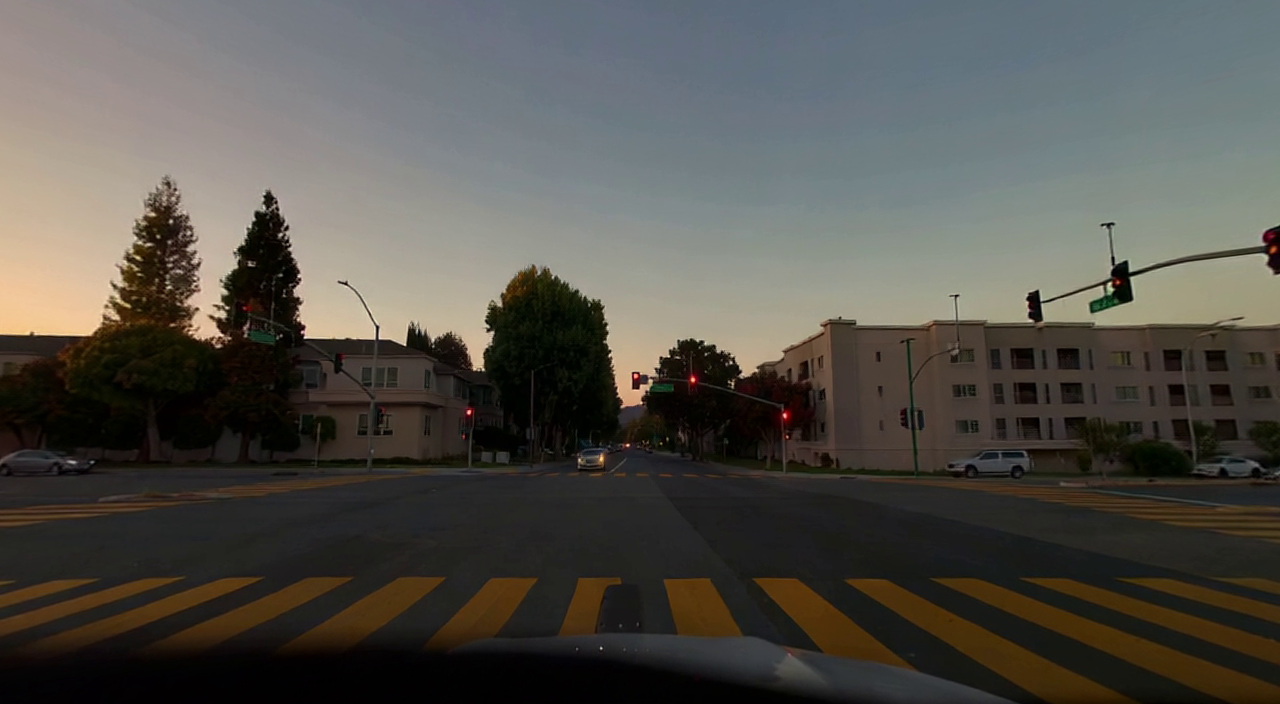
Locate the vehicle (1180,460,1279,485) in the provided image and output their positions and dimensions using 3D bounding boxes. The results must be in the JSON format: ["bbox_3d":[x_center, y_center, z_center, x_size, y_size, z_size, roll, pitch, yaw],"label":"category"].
[{"bbox_3d":[36.224,7.315,38.295,4.976,1.428,1.929,0,-8,-2],"label":"vehicle"}]

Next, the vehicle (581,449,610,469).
[{"bbox_3d":[-3.449,8.360,49.188,1.908,1.441,4.142,0,-8,1],"label":"vehicle"}]

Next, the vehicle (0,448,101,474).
[{"bbox_3d":[-35.134,6.421,37.191,4.741,1.447,1.807,0,-9,-1],"label":"vehicle"}]

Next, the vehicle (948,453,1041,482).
[{"bbox_3d":[21.098,6.873,37.588,4.447,1.623,1.801,0,-9,-3],"label":"vehicle"}]
